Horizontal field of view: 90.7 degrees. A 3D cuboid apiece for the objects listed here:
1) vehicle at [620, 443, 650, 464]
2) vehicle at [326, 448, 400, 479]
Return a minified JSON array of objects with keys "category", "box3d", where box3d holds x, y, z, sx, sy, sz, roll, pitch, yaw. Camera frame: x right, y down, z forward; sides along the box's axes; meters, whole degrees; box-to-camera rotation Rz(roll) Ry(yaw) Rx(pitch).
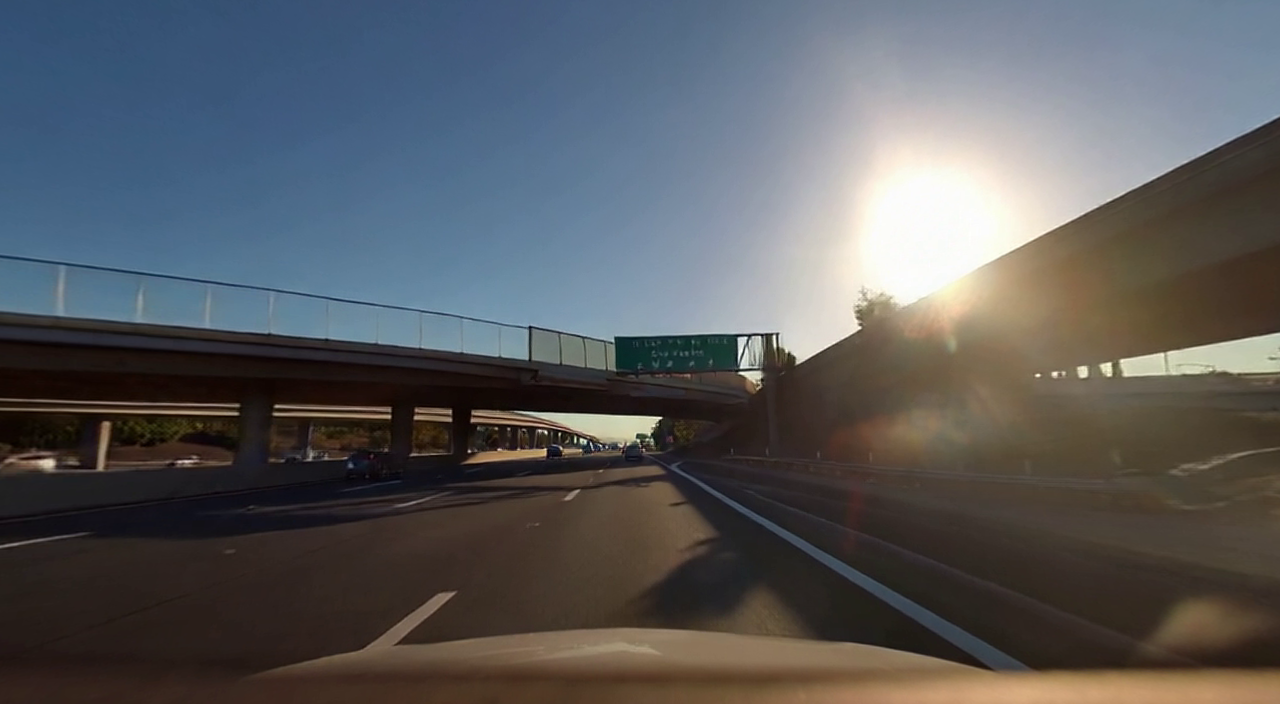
[{"category":"vehicle","box3d":[-0.406,7.344,45.904,2.086,1.472,4.168,0,-8,-1]},{"category":"vehicle","box3d":[-14.800,5.943,34.094,1.969,1.486,4.395,0,-8,0]}]
